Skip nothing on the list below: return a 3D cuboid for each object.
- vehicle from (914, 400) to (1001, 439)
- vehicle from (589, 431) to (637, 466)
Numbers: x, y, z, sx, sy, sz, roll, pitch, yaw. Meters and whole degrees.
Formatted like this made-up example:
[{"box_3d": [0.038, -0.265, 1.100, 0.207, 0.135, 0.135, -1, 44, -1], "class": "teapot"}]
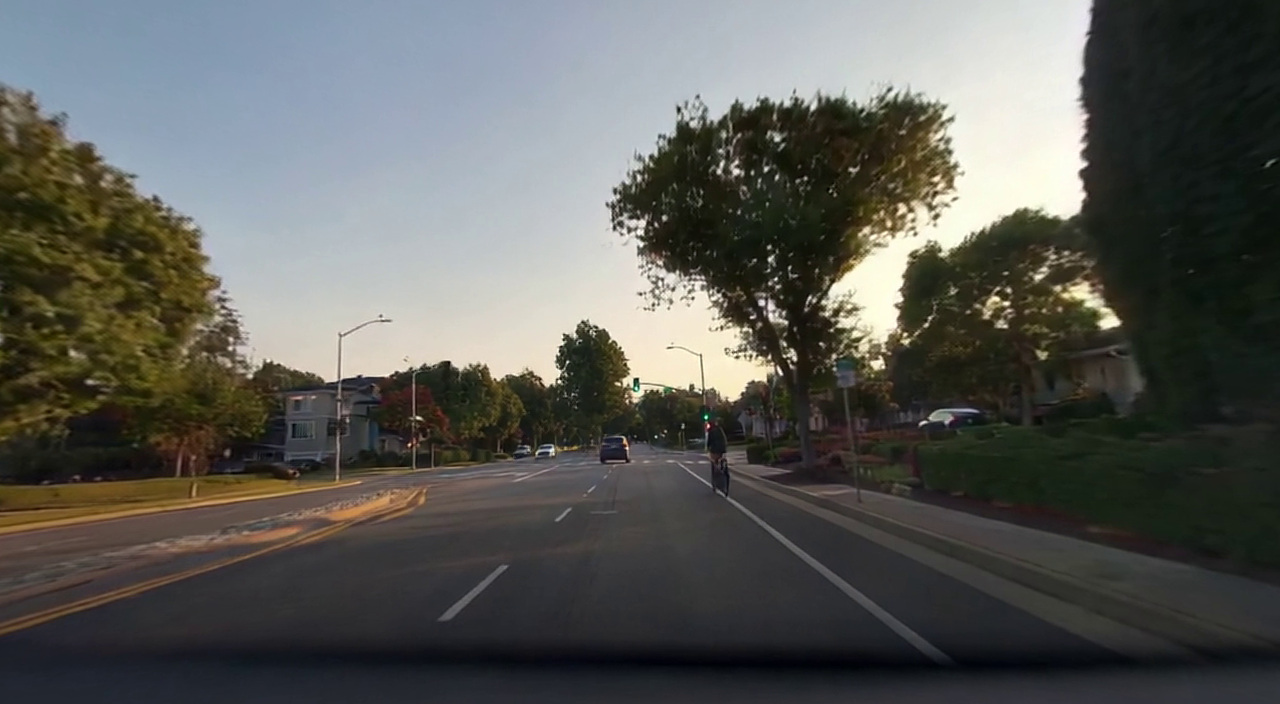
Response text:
[{"box_3d": [15.543, 3.405, 31.256, 1.982, 1.705, 4.677, -1, -8, 3], "class": "vehicle"}, {"box_3d": [-1.420, 5.326, 35.089, 2.215, 1.799, 4.426, -1, -8, 3], "class": "vehicle"}]
